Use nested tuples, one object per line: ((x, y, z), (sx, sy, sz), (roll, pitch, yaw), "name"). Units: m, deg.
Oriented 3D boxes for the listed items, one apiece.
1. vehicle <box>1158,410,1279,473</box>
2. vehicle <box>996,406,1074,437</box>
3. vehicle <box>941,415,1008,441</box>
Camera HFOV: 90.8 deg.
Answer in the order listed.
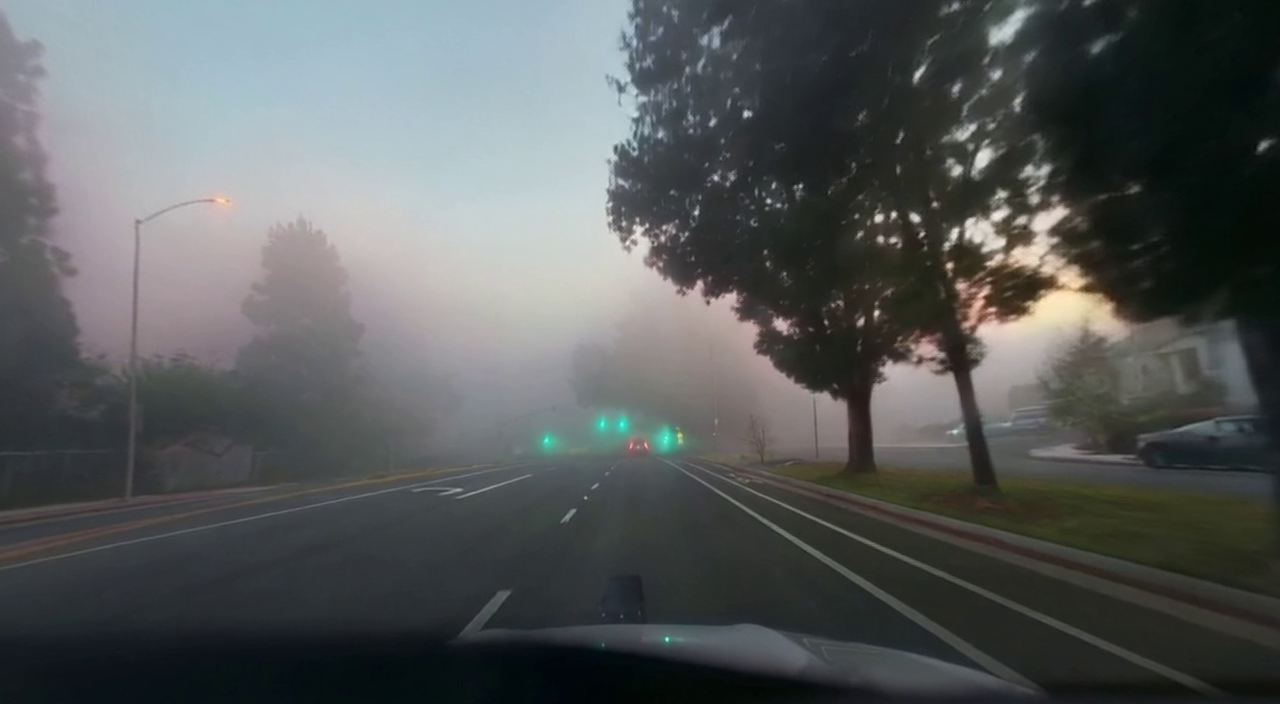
((15.564, 2.160, 15.251), (1.882, 1.446, 4.741), (0, -8, -4), "vehicle")
((26.744, 4.800, 43.024), (2.081, 1.949, 4.635), (3, -8, -5), "vehicle")
((22.858, 5.250, 43.376), (1.911, 1.598, 4.322), (1, -9, -6), "vehicle")
